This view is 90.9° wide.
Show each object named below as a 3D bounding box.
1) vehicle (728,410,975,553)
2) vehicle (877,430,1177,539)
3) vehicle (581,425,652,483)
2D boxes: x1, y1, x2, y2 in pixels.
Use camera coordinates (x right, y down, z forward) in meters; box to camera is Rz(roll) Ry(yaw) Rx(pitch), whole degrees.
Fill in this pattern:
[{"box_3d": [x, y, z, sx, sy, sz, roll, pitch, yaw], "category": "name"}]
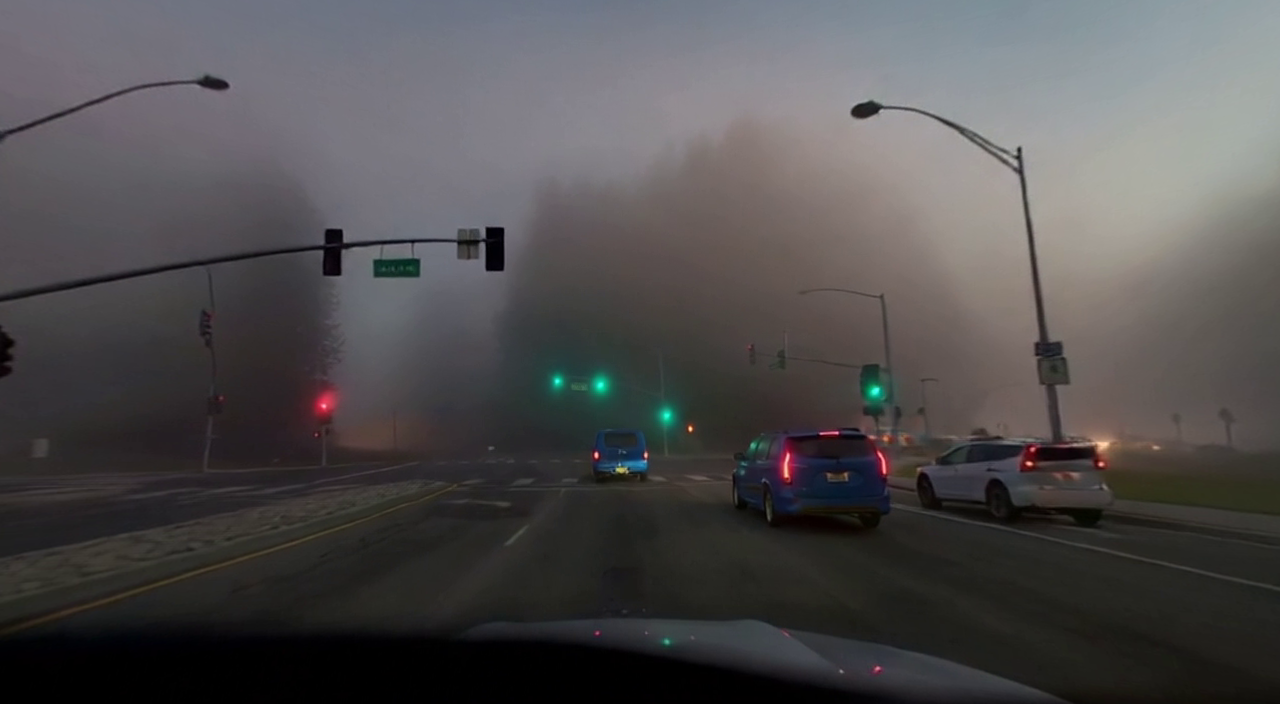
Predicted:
[{"box_3d": [2.876, 1.889, 9.915, 2.024, 1.686, 4.588, 0, -9, -4], "category": "vehicle"}, {"box_3d": [6.286, 2.201, 11.198, 2.124, 1.474, 4.880, 0, -9, -2], "category": "vehicle"}, {"box_3d": [-0.953, 3.591, 22.458, 2.185, 1.822, 4.583, 1, -9, -6], "category": "vehicle"}]
